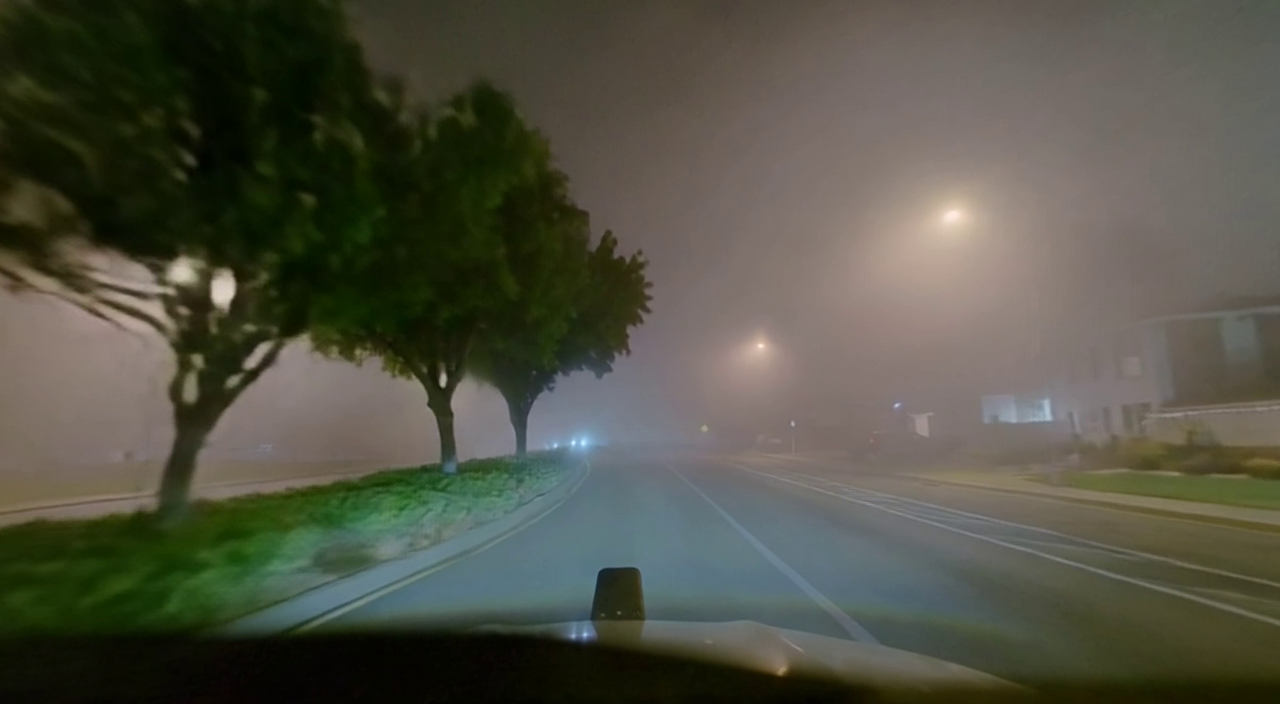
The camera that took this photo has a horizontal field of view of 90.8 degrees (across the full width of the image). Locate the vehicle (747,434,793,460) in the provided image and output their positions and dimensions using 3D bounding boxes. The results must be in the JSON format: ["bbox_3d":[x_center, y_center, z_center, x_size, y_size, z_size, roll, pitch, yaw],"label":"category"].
[{"bbox_3d":[9.197,6.759,44.966,2.096,1.703,4.583,0,-9,-3],"label":"vehicle"}]

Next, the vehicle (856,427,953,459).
[{"bbox_3d":[15.323,5.312,36.780,4.605,1.779,2.135,0,-9,-1],"label":"vehicle"}]
